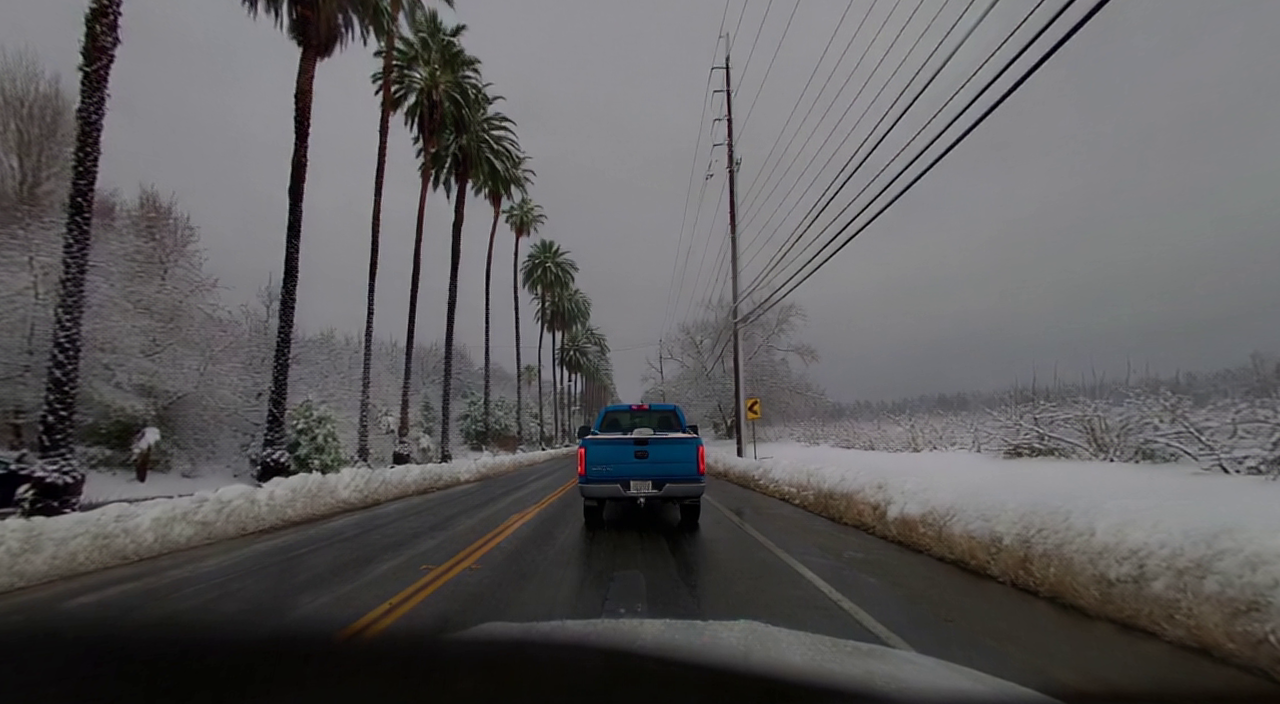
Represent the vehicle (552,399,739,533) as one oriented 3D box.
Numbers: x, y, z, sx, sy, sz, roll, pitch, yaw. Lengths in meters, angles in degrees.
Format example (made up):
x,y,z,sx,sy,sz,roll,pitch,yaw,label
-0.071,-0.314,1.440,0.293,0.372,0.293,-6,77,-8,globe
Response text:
x,y,z,sx,sy,sz,roll,pitch,yaw,label
0.046,2.152,12.469,2.803,2.005,5.885,0,-8,-1,vehicle
